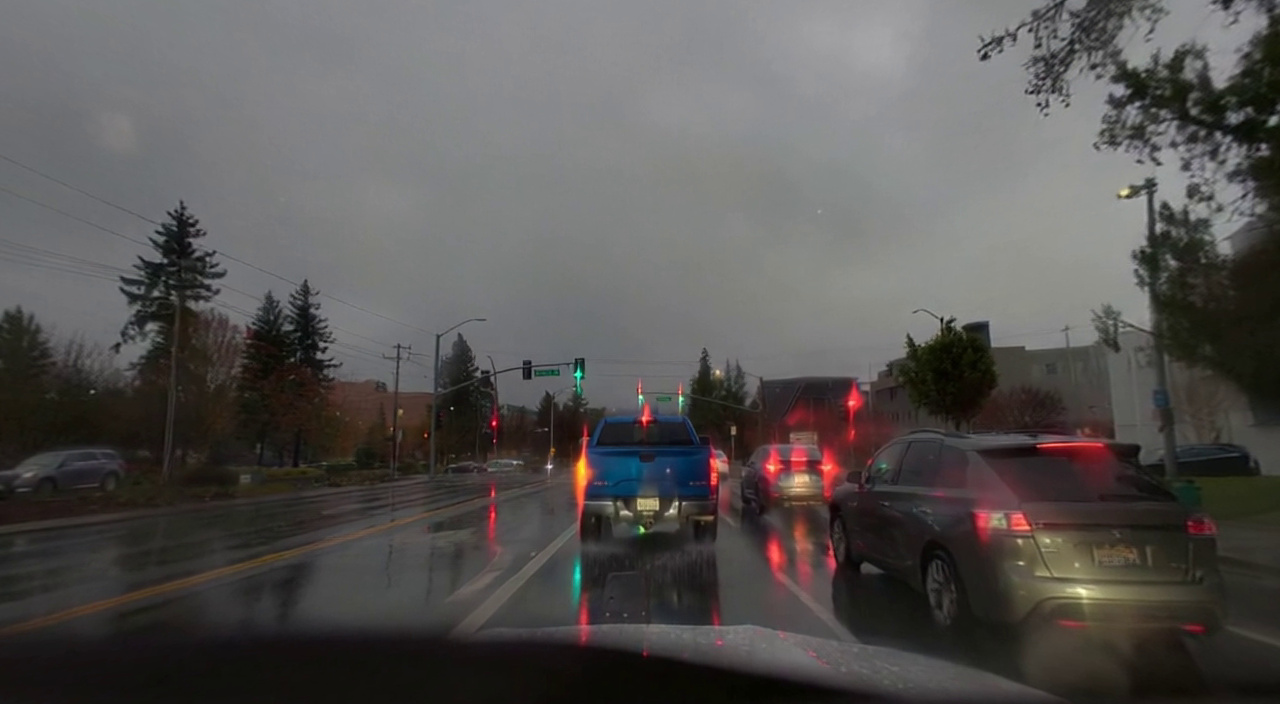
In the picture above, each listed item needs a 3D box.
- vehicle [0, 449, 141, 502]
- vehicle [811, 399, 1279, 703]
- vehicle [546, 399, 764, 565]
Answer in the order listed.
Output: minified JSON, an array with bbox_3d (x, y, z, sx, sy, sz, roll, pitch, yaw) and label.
[{"bbox_3d":[-21.747,4.577,23.858,2.062,1.764,4.508,0,-8,-2],"label":"vehicle"},{"bbox_3d":[3.323,1.441,5.544,2.155,1.667,5.162,0,-9,0],"label":"vehicle"},{"bbox_3d":[0.194,1.986,10.451,2.636,2.011,5.425,0,-8,0],"label":"vehicle"}]
